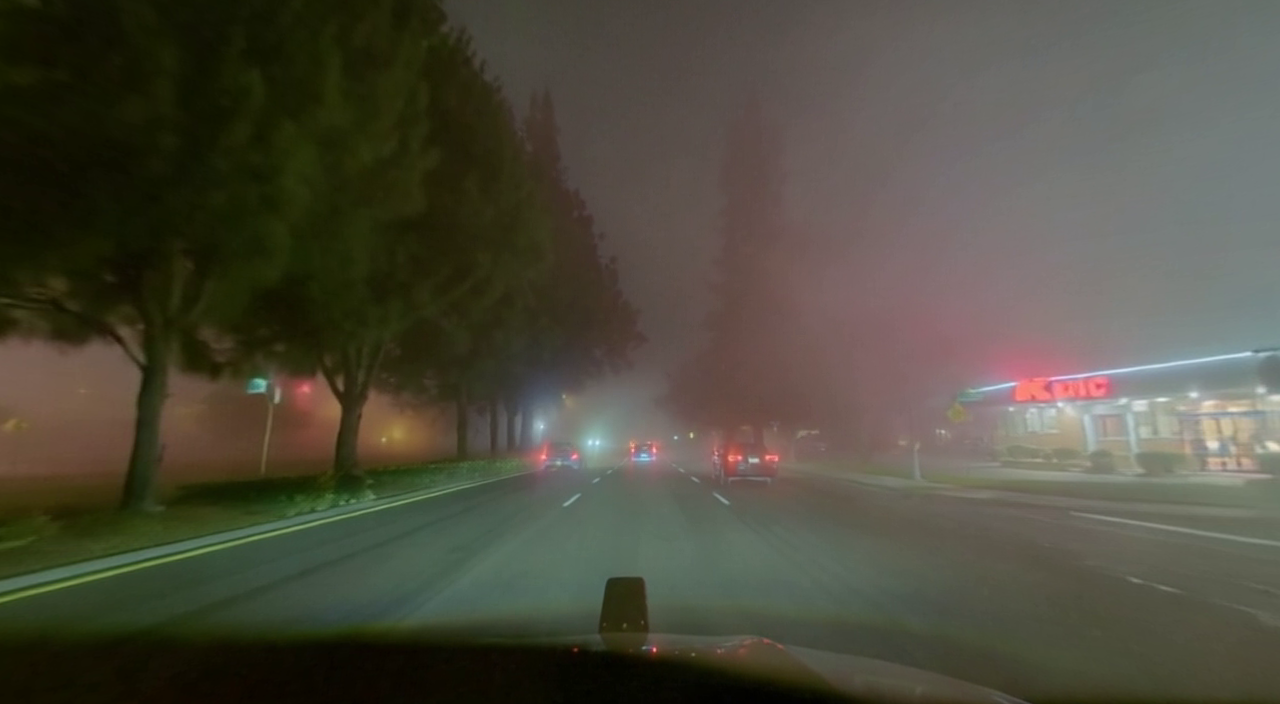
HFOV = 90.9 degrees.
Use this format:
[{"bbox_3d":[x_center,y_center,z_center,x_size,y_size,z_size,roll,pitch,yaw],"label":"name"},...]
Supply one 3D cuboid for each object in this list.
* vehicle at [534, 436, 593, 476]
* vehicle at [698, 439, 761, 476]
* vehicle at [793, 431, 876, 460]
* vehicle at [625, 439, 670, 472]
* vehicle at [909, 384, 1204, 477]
[{"bbox_3d":[-3.266,4.523,27.735,1.995,1.607,4.086,0,-8,1],"label":"vehicle"},{"bbox_3d":[3.766,4.514,27.286,2.012,1.462,4.400,0,-8,-1],"label":"vehicle"},{"bbox_3d":[13.635,6.588,44.463,5.144,1.834,2.188,-2,-8,2],"label":"vehicle"},{"bbox_3d":[0.332,4.983,30.637,2.059,1.477,4.216,0,-8,0],"label":"vehicle"},{"bbox_3d":[14.771,2.933,23.032,8.343,3.028,3.002,-1,-10,3],"label":"vehicle"}]
